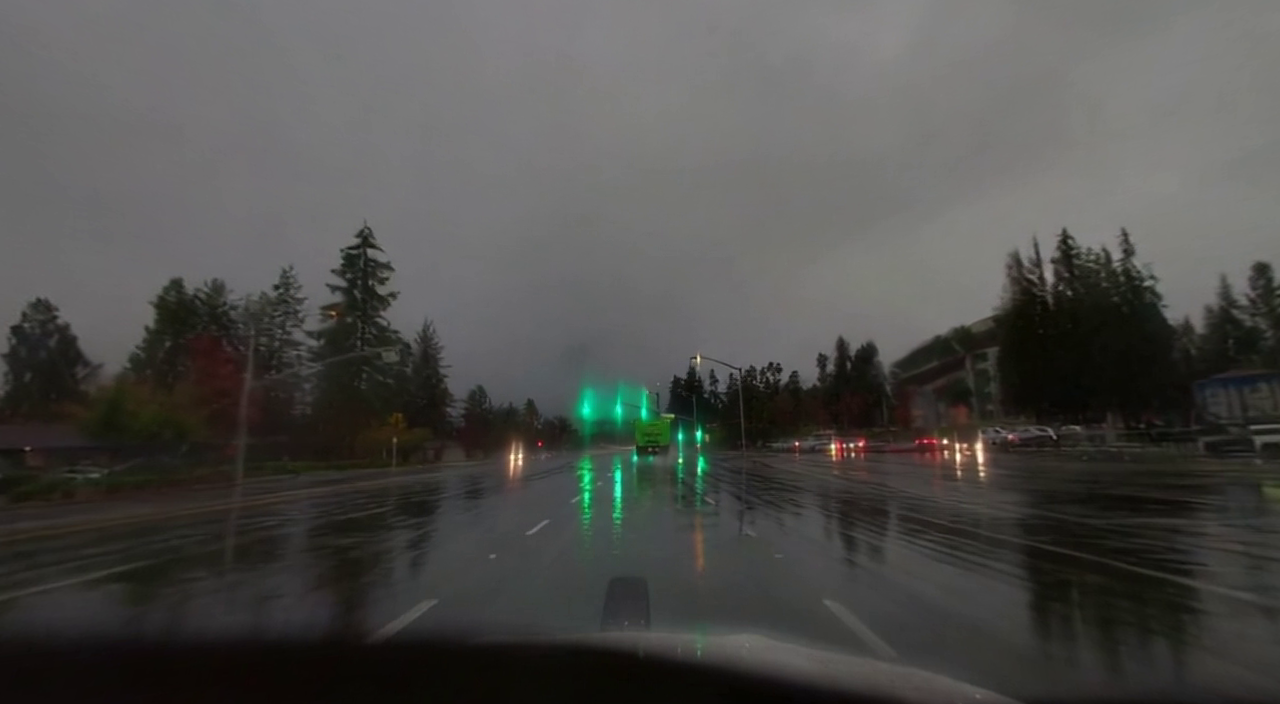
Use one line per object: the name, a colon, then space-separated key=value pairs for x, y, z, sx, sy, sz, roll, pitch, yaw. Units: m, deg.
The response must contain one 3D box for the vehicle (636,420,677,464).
vehicle: x=1.177 y=7.128 z=49.960 sx=2.843 sy=3.120 sz=10.422 roll=0 pitch=-8 yaw=0
